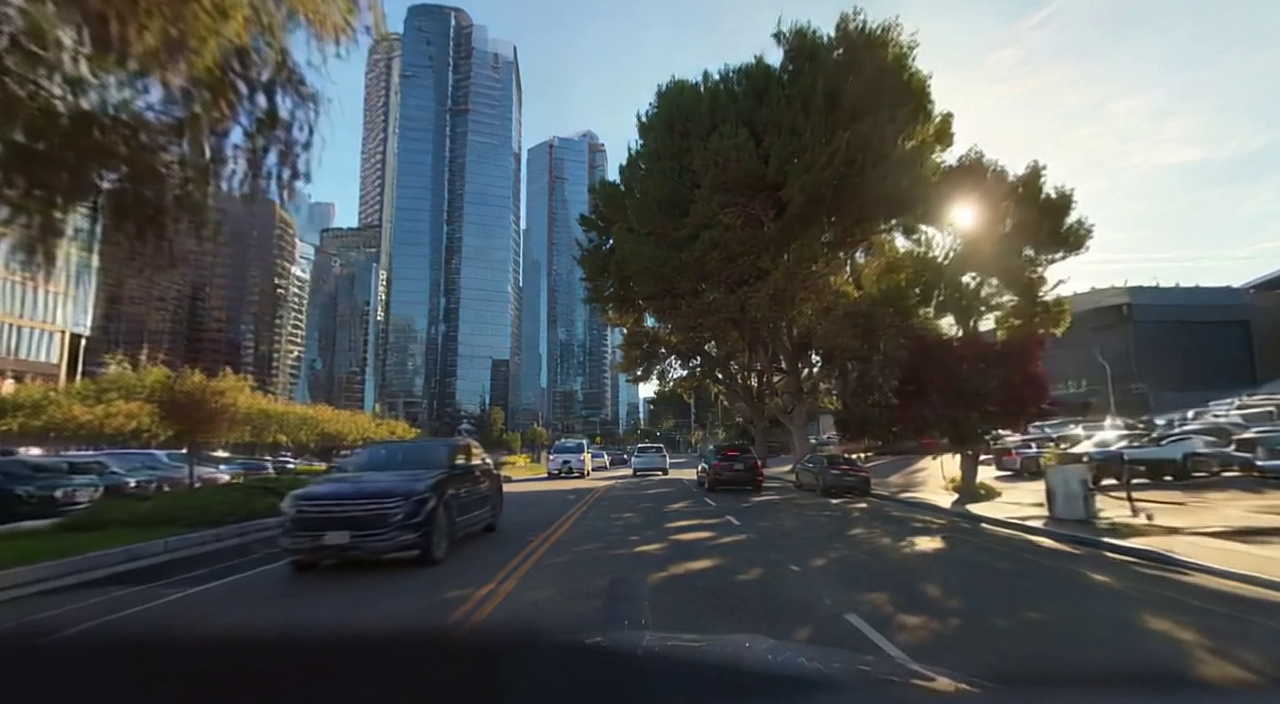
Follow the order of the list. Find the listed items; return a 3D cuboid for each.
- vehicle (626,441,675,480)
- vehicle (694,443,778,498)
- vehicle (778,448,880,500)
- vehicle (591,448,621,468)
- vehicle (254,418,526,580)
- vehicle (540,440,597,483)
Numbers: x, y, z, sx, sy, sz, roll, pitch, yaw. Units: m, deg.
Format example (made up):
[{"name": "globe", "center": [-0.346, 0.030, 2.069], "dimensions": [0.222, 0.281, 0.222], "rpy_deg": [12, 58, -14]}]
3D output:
[{"name": "vehicle", "center": [0.445, 4.989, 29.119], "dimensions": [2.105, 1.653, 3.887], "rpy_deg": [0, -9, 0]}, {"name": "vehicle", "center": [2.910, 3.692, 20.053], "dimensions": [1.991, 1.536, 4.116], "rpy_deg": [0, -9, -1]}, {"name": "vehicle", "center": [5.913, 3.839, 20.374], "dimensions": [1.885, 1.467, 4.546], "rpy_deg": [0, -9, 0]}, {"name": "vehicle", "center": [-2.578, 8.182, 48.695], "dimensions": [2.007, 1.465, 4.440], "rpy_deg": [0, -9, 1]}, {"name": "vehicle", "center": [-3.075, 1.905, 8.973], "dimensions": [2.065, 1.708, 4.311], "rpy_deg": [0, -9, 0]}, {"name": "vehicle", "center": [-3.187, 4.989, 28.975], "dimensions": [2.041, 1.788, 4.527], "rpy_deg": [0, -9, 1]}]
